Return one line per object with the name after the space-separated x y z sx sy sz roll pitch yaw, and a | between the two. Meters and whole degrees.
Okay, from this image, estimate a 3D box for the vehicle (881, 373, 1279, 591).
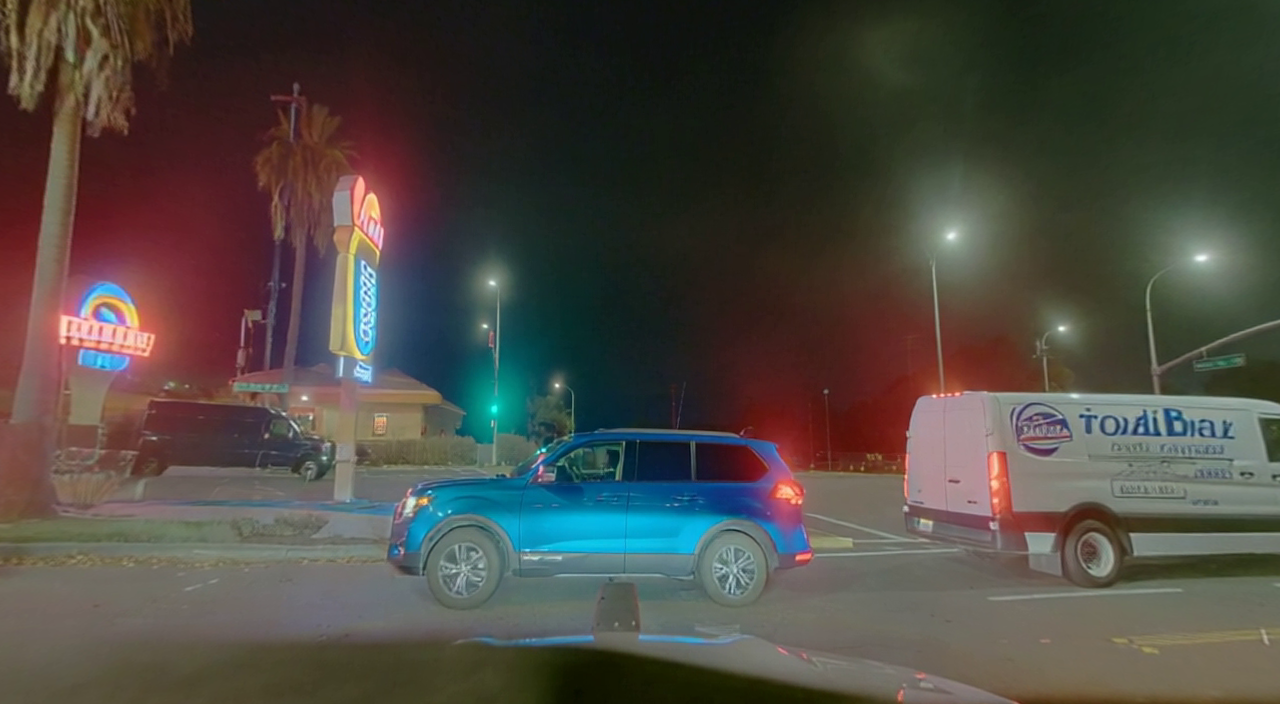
6.647 1.537 8.037 6.246 2.202 2.277 1 -9 -7 | vehicle

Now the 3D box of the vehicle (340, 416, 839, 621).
-0.485 1.626 6.852 4.493 1.728 2.137 1 -9 -9 | vehicle

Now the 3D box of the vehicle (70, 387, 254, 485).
-21.670 3.955 29.433 3.034 3.929 7.699 1 -9 -6 | vehicle
